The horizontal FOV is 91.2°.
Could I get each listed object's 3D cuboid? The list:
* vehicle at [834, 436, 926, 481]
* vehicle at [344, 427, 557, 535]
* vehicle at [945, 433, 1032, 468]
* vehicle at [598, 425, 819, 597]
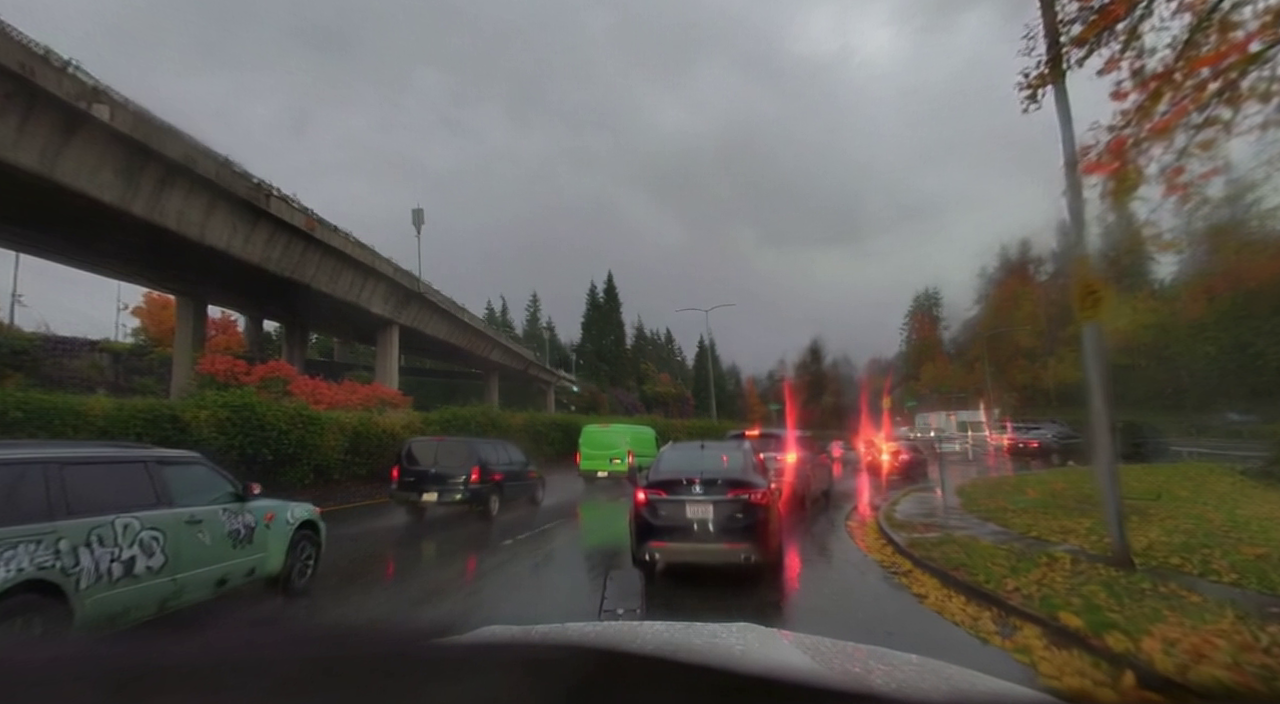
[{"bbox_3d":[8.763,3.825,22.707,1.780,1.446,3.902,-8,-12,41],"label":"vehicle"},{"bbox_3d":[-3.123,2.224,11.372,1.921,1.554,4.081,-2,-9,12],"label":"vehicle"},{"bbox_3d":[15.857,4.449,28.448,3.934,1.485,1.763,6,-11,-34],"label":"vehicle"},{"bbox_3d":[1.088,1.749,7.730,2.064,1.515,3.722,-3,-9,16],"label":"vehicle"}]
